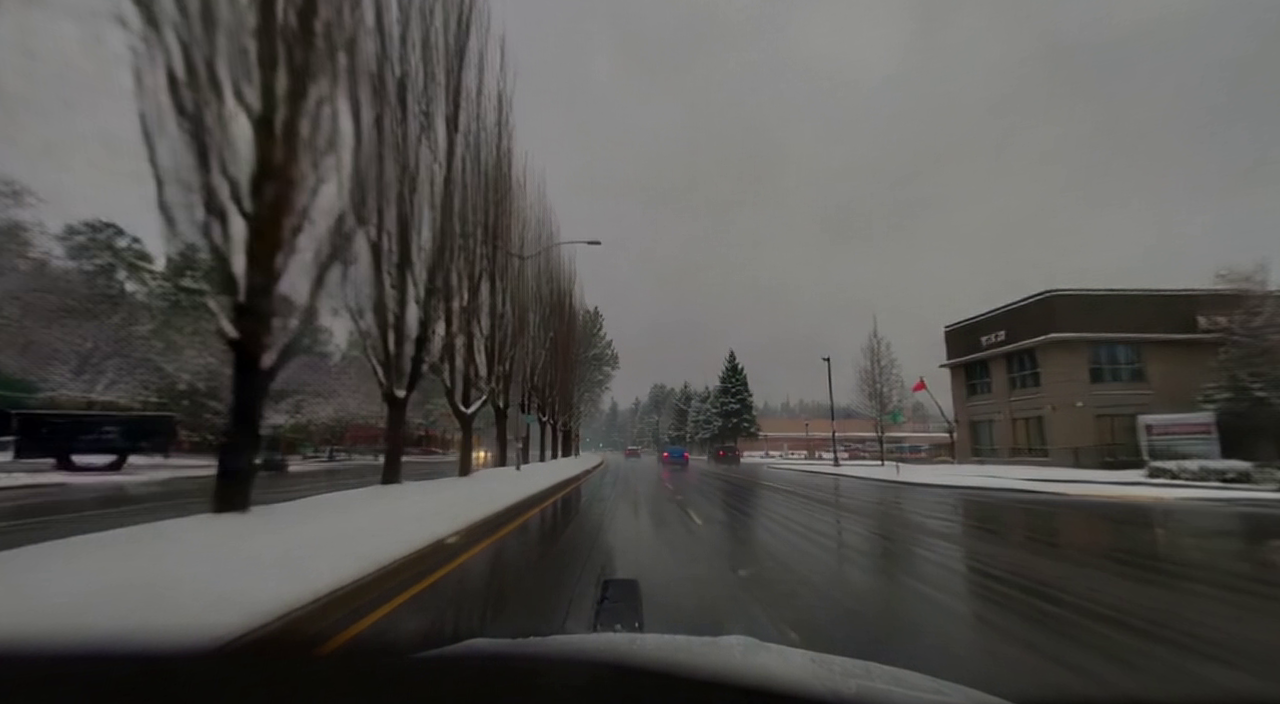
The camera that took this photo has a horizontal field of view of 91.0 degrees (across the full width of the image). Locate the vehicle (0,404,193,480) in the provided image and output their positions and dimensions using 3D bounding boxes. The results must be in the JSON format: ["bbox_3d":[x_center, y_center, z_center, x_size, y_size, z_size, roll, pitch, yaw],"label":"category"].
[{"bbox_3d":[-26.311,4.208,29.375,8.121,3.260,2.889,2,-9,-11],"label":"vehicle"}]

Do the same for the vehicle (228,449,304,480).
[{"bbox_3d":[-20.000,6.010,33.878,1.730,1.516,3.847,0,-9,-1],"label":"vehicle"}]

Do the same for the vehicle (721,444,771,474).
[{"bbox_3d":[5.894,5.973,35.340,1.886,1.528,4.169,0,-9,-3],"label":"vehicle"}]

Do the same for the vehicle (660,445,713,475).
[{"bbox_3d":[2.369,5.696,33.351,2.256,1.451,4.313,0,-9,-3],"label":"vehicle"}]
